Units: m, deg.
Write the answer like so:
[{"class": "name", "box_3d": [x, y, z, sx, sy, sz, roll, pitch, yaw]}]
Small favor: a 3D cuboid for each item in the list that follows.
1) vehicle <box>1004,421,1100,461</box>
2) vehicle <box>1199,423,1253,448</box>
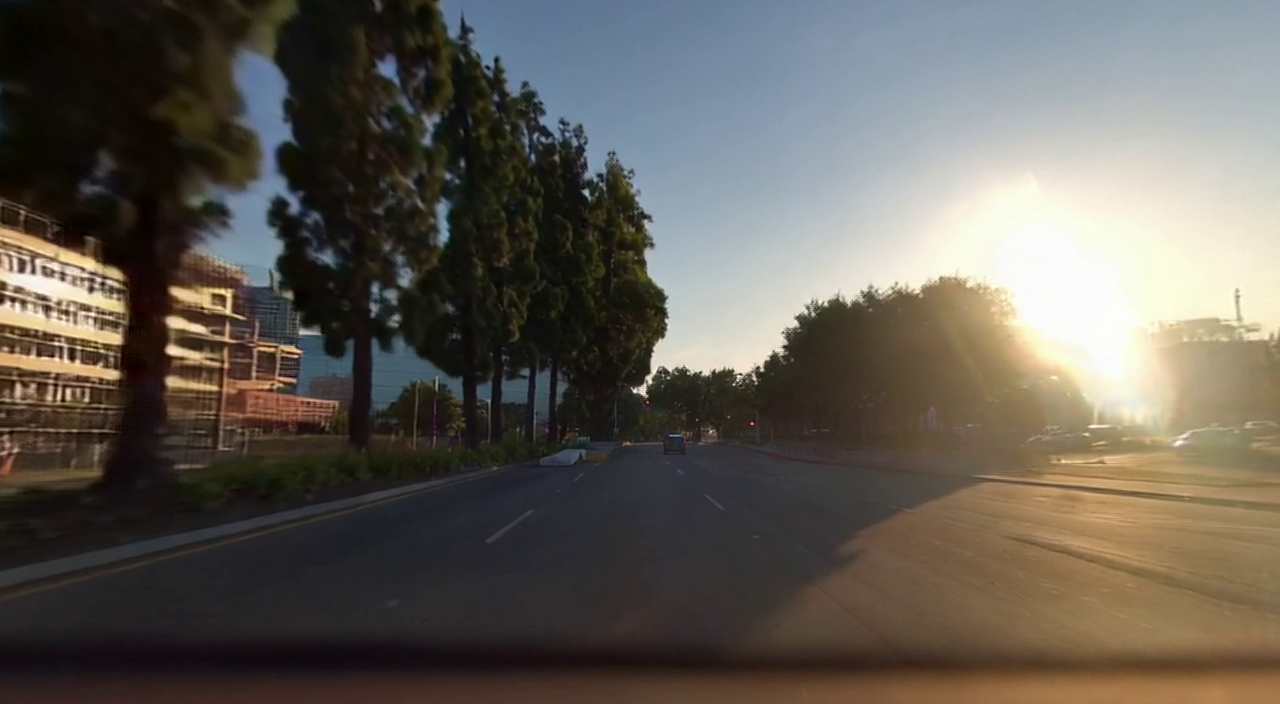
[{"class": "vehicle", "box_3d": [20.508, 4.406, 31.771, 2.222, 1.742, 5.231, 0, -7, 12]}, {"class": "vehicle", "box_3d": [41.194, 5.893, 44.494, 2.265, 1.646, 4.432, -6, -10, 37]}]
